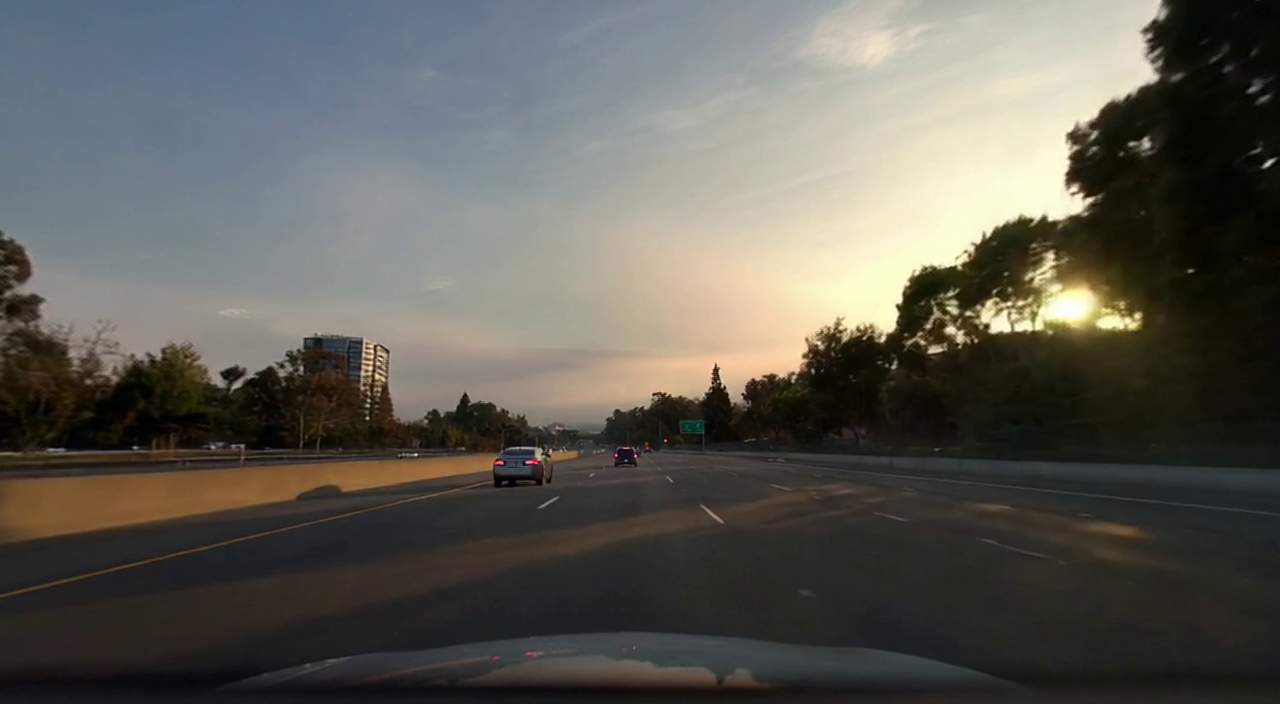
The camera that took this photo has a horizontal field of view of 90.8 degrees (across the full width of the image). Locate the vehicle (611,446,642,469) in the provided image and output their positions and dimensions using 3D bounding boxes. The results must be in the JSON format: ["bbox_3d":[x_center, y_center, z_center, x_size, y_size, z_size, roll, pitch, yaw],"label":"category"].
[{"bbox_3d":[-0.881,7.145,42.941,1.997,1.485,4.094,0,-9,-1],"label":"vehicle"}]

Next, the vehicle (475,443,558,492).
[{"bbox_3d":[-4.030,3.839,21.438,1.886,1.465,4.625,0,-9,0],"label":"vehicle"}]
